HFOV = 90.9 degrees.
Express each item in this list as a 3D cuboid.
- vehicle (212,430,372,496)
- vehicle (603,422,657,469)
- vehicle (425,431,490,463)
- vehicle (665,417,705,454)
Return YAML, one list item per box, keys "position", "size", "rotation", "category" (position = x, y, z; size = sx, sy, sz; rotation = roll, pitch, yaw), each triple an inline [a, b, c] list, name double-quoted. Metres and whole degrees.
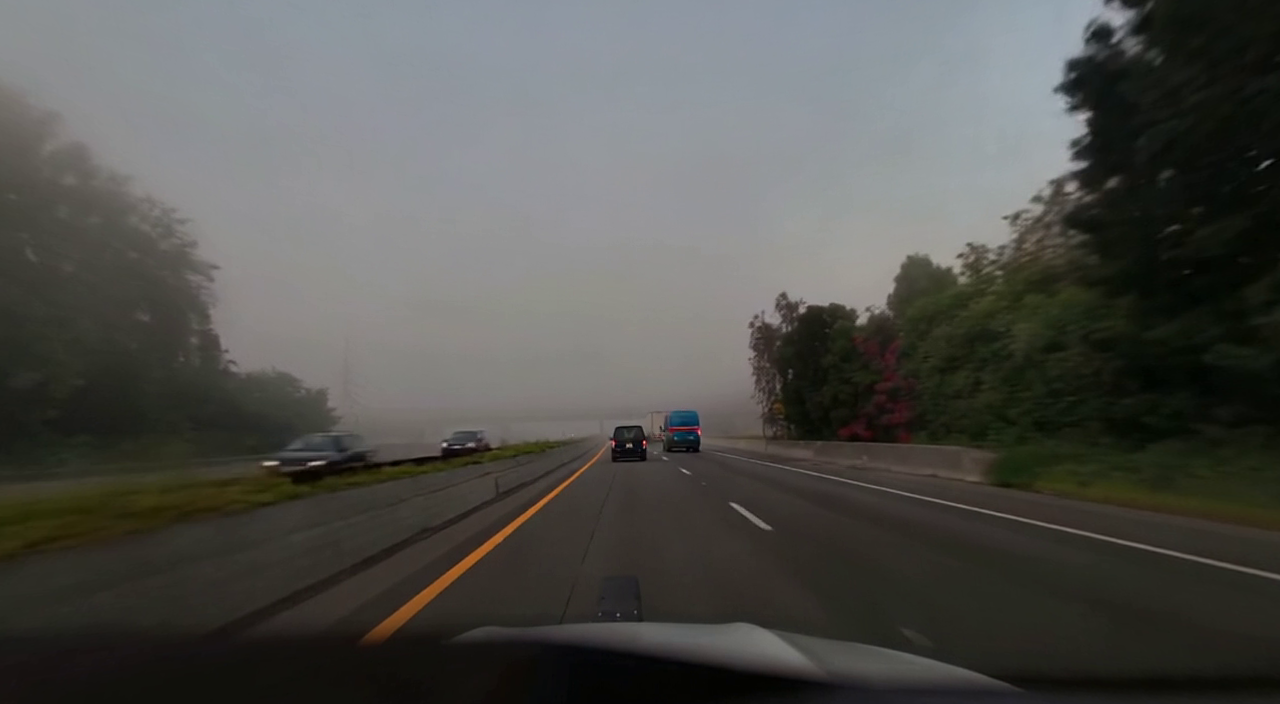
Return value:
- position: [-9.250, 2.946, 17.236]
  size: [1.992, 1.566, 4.223]
  rotation: [0, -8, -1]
  category: "vehicle"
- position: [-0.450, 3.837, 26.004]
  size: [2.073, 1.750, 4.116]
  rotation: [0, -8, -2]
  category: "vehicle"
- position: [-9.637, 5.062, 33.757]
  size: [2.086, 1.597, 4.854]
  rotation: [0, -8, -1]
  category: "vehicle"
- position: [3.196, 6.123, 46.068]
  size: [2.387, 2.506, 5.374]
  rotation: [0, -8, -2]
  category: "vehicle"
